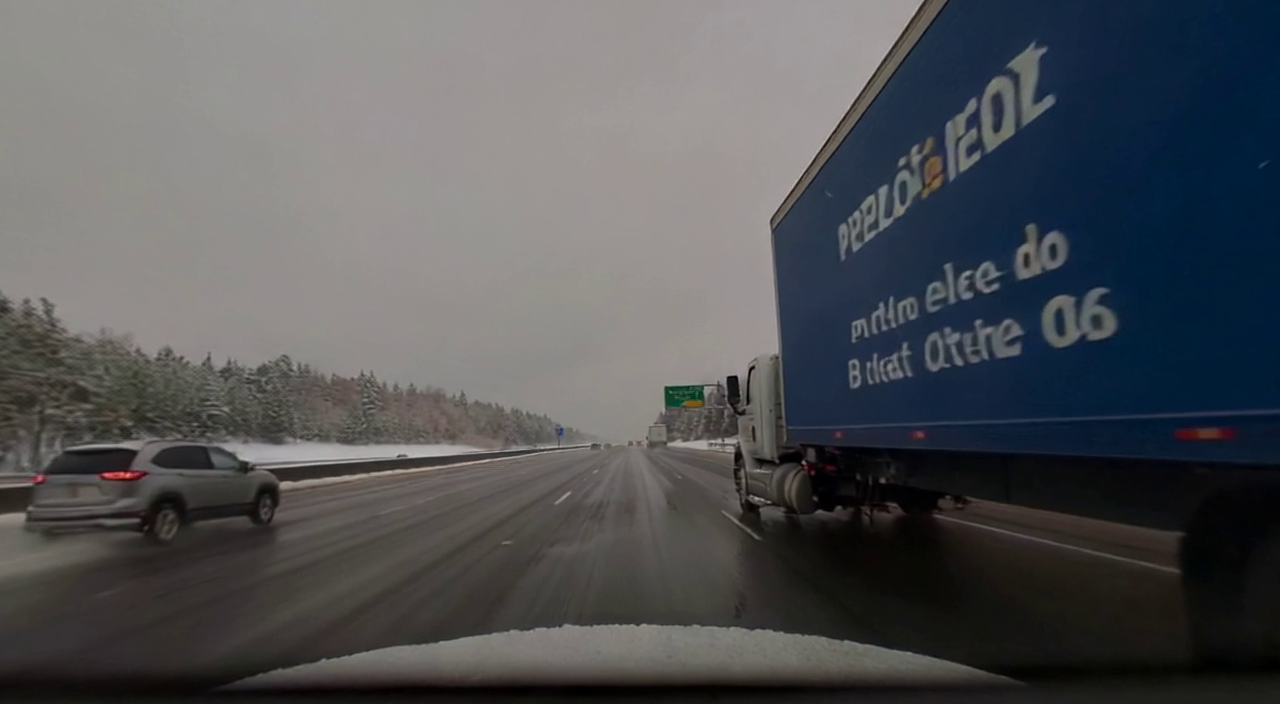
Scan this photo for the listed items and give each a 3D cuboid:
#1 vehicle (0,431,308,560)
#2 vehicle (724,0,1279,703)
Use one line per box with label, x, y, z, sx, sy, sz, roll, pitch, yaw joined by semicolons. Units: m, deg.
vehicle;-7.340;2.026;9.723;2.033;1.494;4.508;0;-9;-1
vehicle;3.109;0.144;5.501;2.985;3.985;10.516;0;-9;-2
